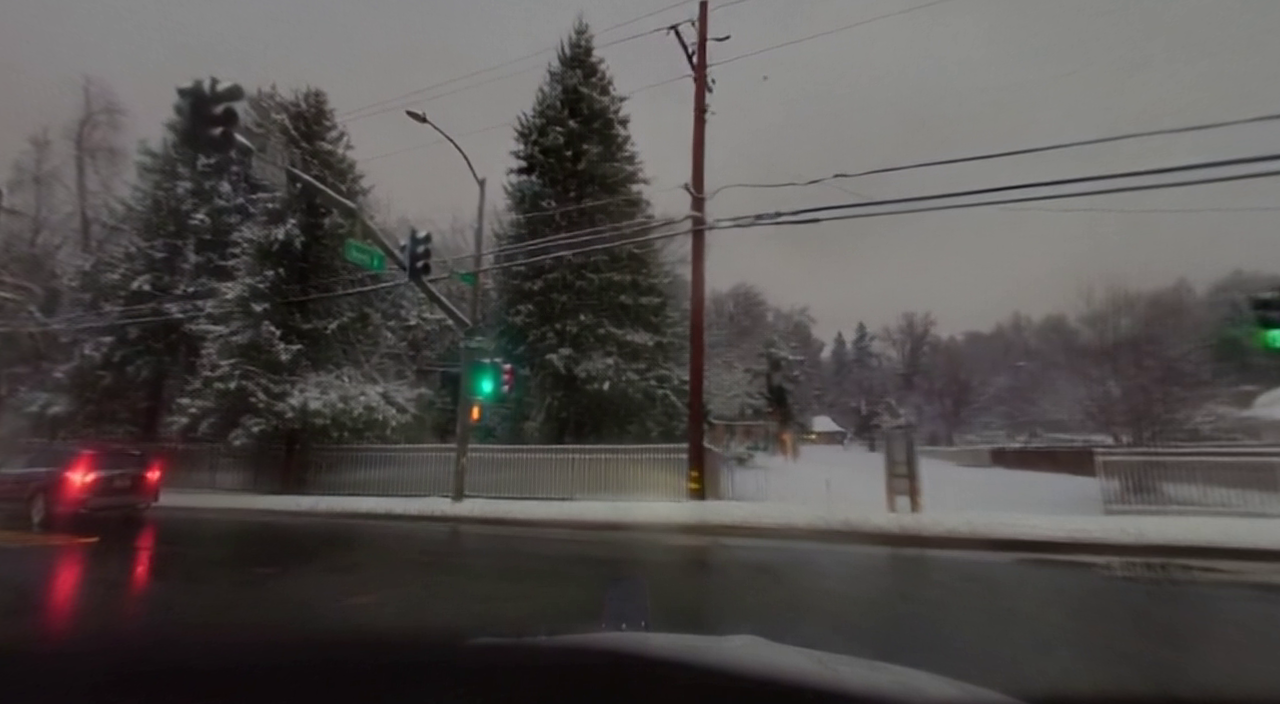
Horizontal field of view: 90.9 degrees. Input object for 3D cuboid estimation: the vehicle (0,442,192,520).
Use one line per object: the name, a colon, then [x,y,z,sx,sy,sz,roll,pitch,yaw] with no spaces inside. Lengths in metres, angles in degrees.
vehicle: [-12.610,2.786,14.165,4.512,1.506,2.078,-4,-9,25]
